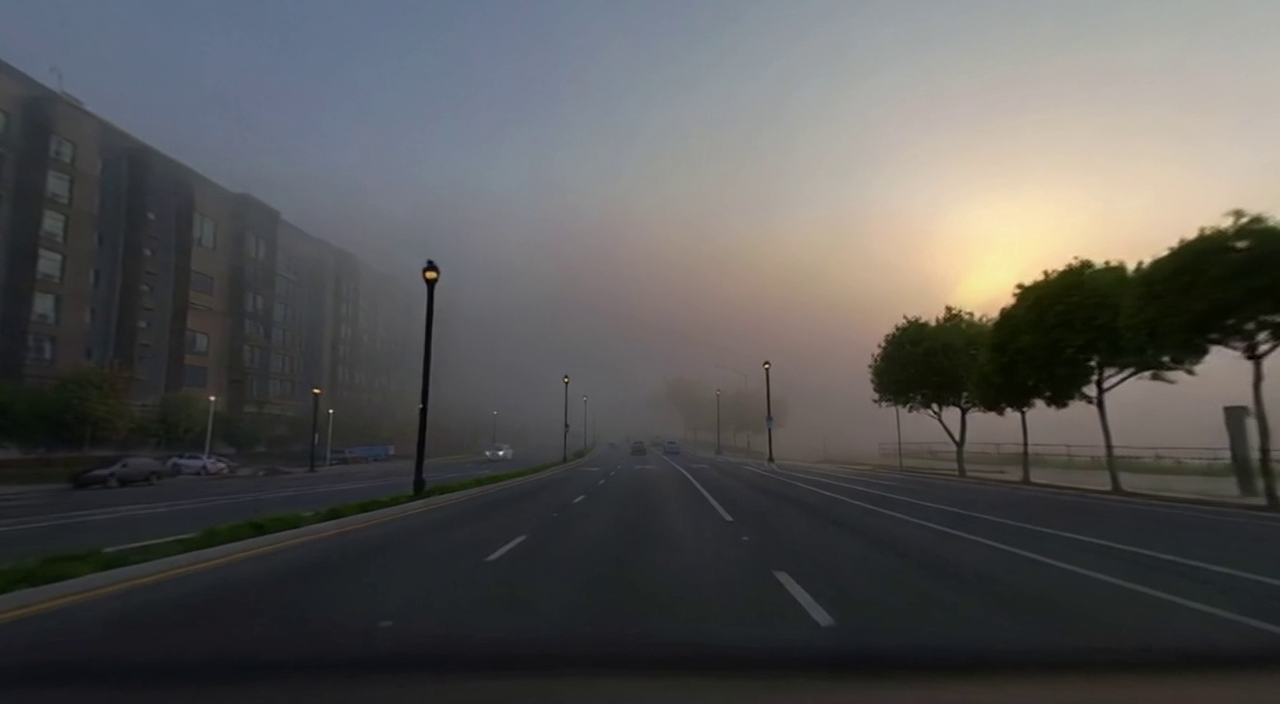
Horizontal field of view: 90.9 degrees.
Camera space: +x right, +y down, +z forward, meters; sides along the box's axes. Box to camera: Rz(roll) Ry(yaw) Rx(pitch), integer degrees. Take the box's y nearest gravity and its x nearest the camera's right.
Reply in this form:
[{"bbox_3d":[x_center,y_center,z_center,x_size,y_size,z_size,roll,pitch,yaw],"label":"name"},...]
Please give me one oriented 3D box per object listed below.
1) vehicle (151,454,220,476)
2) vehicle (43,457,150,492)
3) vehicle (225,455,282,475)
[{"bbox_3d":[-34.228,8.506,47.556,3.844,1.533,1.734,4,-9,-25],"label":"vehicle"},{"bbox_3d":[-28.925,6.498,33.735,1.828,1.680,4.219,0,-8,2],"label":"vehicle"},{"bbox_3d":[-28.655,8.392,46.859,1.629,1.411,3.897,-1,-9,2],"label":"vehicle"}]
